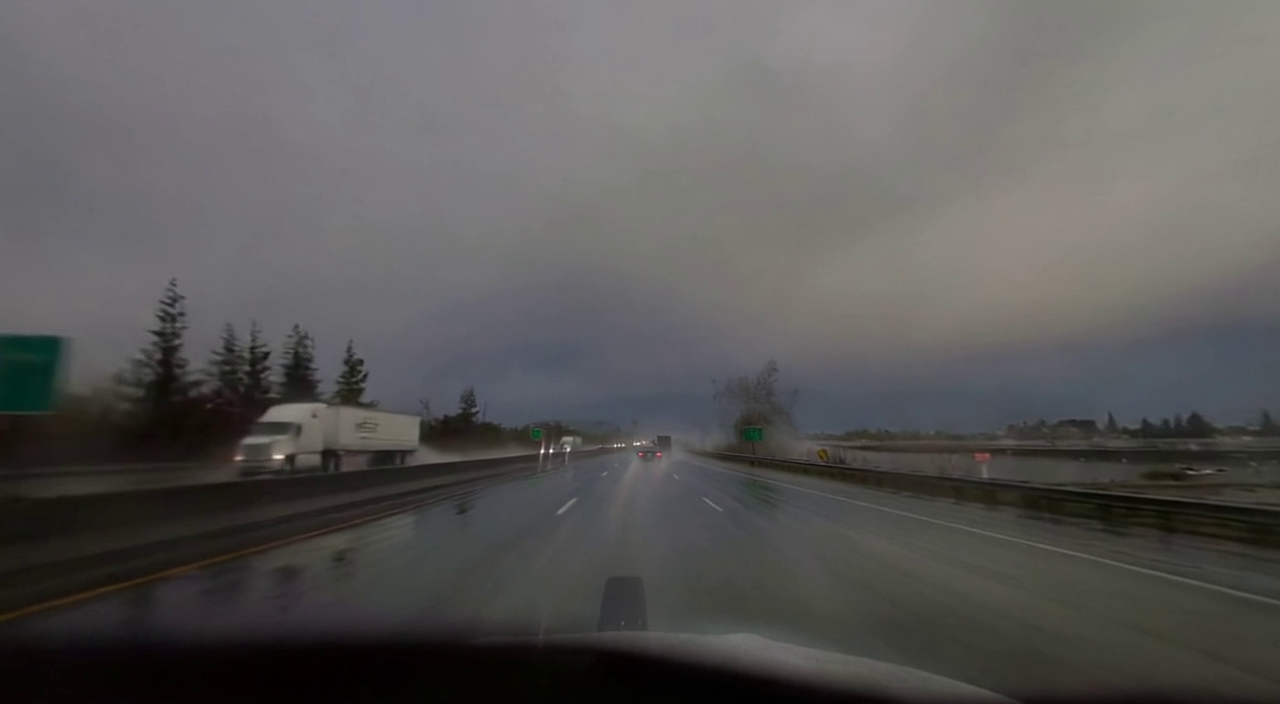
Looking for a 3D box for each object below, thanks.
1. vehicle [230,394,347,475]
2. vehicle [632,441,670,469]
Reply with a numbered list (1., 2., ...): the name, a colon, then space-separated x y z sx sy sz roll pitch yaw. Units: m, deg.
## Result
1. vehicle: -19.506 4.706 35.504 2.990 4.168 5.864 0 -9 1
2. vehicle: 0.632 6.412 39.381 2.231 1.652 4.503 0 -9 -1
